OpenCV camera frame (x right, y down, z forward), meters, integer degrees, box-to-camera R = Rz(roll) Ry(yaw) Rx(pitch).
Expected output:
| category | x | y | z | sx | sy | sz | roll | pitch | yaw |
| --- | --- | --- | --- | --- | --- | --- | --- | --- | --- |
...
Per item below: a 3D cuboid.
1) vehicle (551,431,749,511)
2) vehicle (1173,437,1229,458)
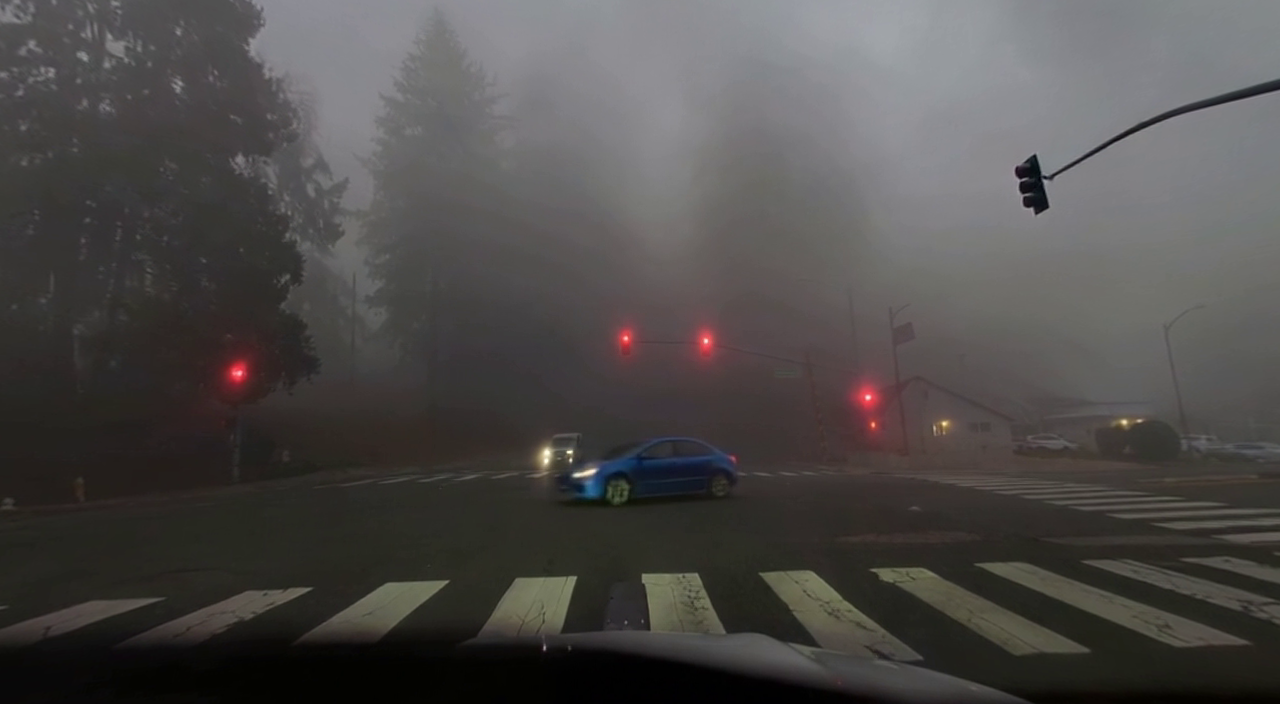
| category | x | y | z | sx | sy | sz | roll | pitch | yaw |
| --- | --- | --- | --- | --- | --- | --- | --- | --- | --- |
| vehicle | 0.342 | 2.629 | 14.399 | 4.377 | 1.523 | 1.877 | 7 | -11 | -41 |
| vehicle | 42.845 | 7.300 | 48.099 | 4.133 | 1.561 | 1.824 | 5 | -10 | -30 |
